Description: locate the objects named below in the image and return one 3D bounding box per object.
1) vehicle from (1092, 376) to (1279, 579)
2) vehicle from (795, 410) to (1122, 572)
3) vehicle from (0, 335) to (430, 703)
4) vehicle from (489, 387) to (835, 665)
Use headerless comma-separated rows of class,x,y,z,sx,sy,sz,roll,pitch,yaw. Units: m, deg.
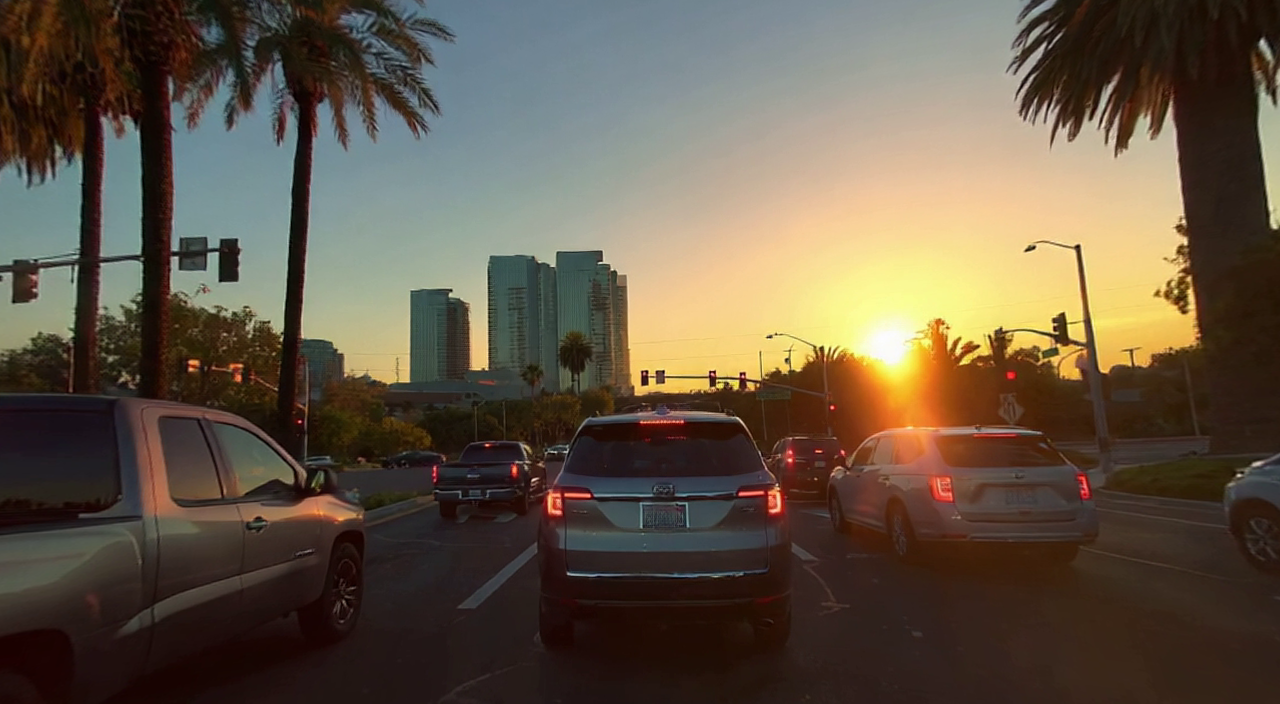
vehicle,7.294,1.135,5.560,2.337,1.925,5.728,0,-9,1
vehicle,4.020,1.856,9.289,2.072,1.704,5.170,0,-9,-1
vehicle,-3.156,1.086,3.899,2.171,1.702,4.416,0,-9,0
vehicle,0.166,1.376,6.016,2.123,1.704,4.128,0,-9,1
